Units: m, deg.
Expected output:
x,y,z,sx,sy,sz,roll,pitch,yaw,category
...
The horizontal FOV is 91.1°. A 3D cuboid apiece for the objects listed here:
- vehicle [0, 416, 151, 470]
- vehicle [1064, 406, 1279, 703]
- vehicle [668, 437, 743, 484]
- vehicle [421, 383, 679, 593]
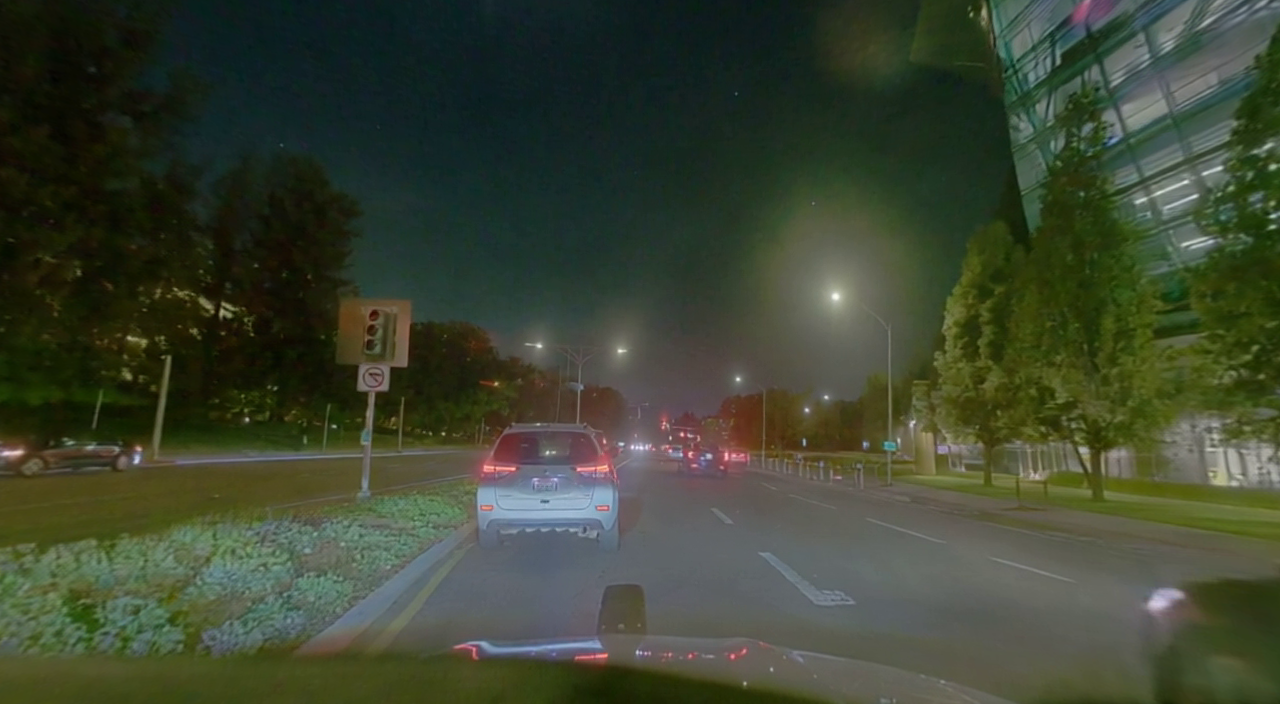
x,y,z,sx,sy,sz,roll,pitch,yaw,category
-18.830,2.961,20.458,1.911,1.542,4.748,0,-8,1,vehicle
3.202,0.763,0.786,2.205,1.537,4.895,-1,-8,4,vehicle
2.680,4.612,26.997,2.301,1.716,4.856,3,-9,-4,vehicle
-1.138,1.560,8.109,2.275,1.819,4.883,1,-9,-9,vehicle
